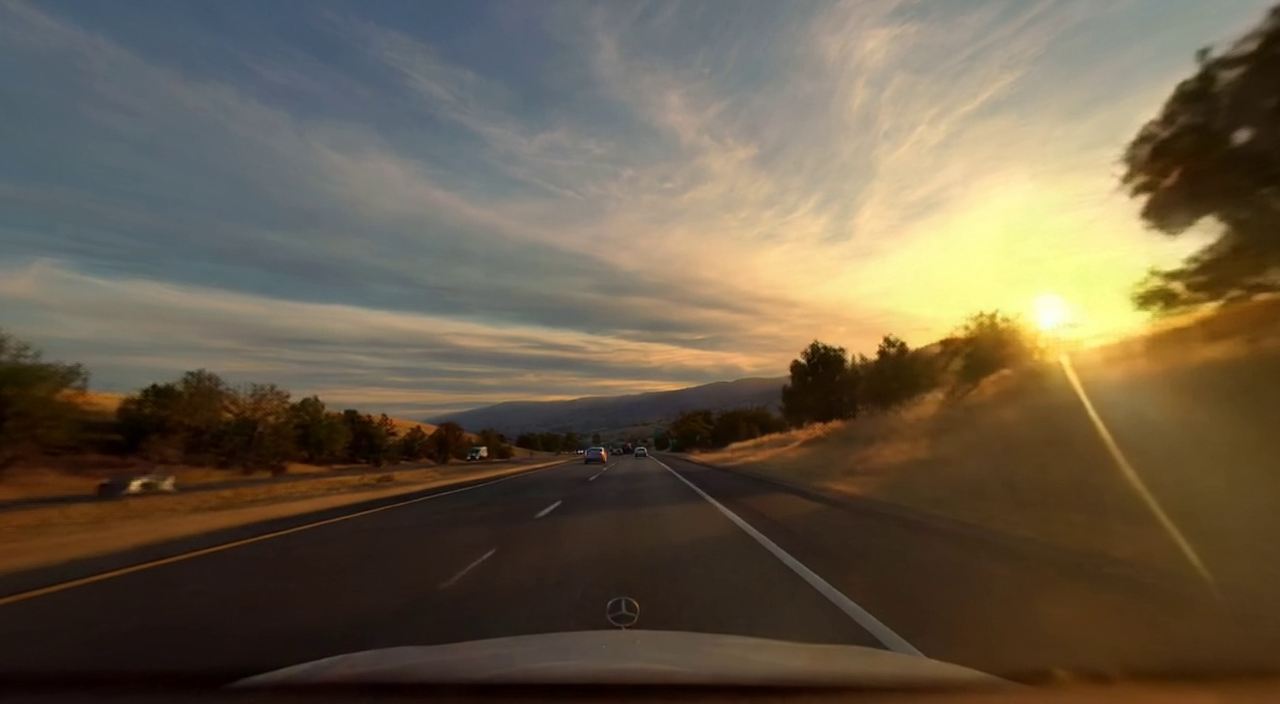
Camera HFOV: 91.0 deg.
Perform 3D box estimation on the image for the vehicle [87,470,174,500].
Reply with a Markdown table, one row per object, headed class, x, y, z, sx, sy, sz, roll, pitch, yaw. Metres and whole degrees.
| class | x | y | z | sx | sy | sz | roll | pitch | yaw |
| --- | --- | --- | --- | --- | --- | --- | --- | --- | --- |
| vehicle | -32.685 | 8.499 | 40.541 | 1.931 | 1.613 | 4.331 | 0 | -9 | 1 |
